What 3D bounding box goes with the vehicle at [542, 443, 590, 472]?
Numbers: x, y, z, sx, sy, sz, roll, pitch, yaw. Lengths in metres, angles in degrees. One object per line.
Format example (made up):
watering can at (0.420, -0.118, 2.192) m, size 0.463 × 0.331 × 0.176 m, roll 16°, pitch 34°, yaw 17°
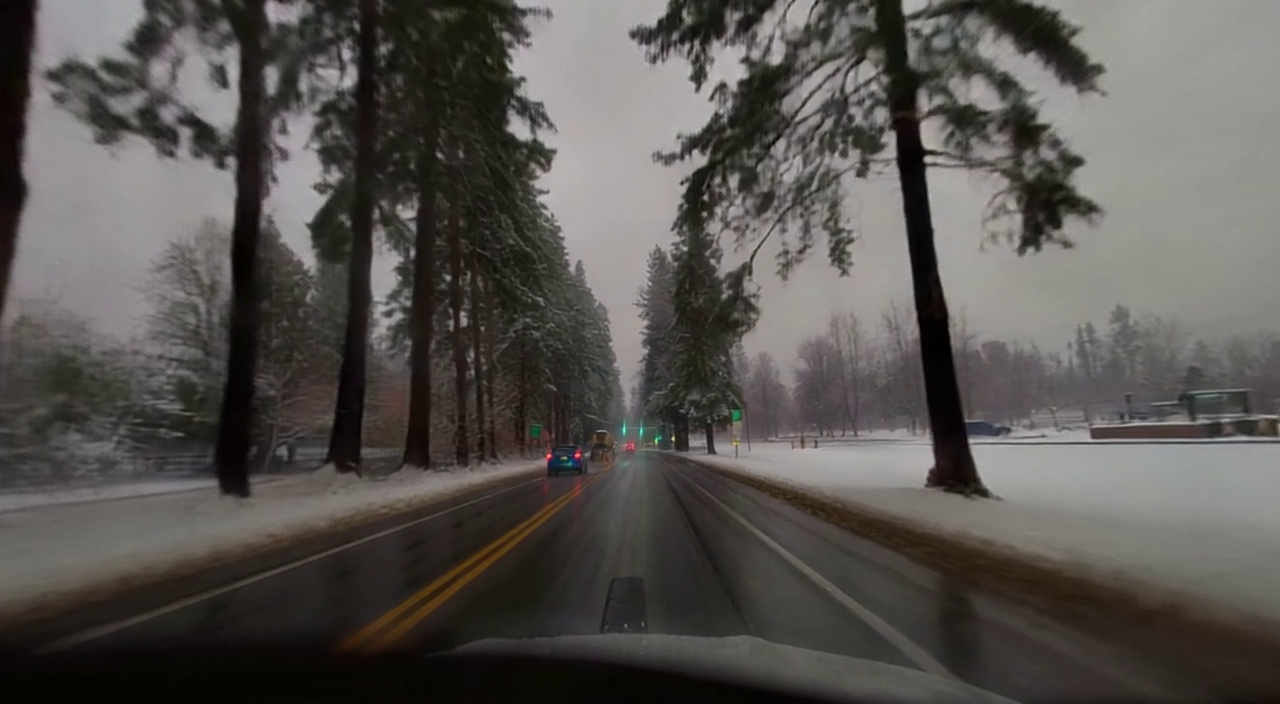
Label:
vehicle at (-3.941, 5.706, 34.261) m, size 2.005 × 1.462 × 4.345 m, roll 0°, pitch -8°, yaw 1°
